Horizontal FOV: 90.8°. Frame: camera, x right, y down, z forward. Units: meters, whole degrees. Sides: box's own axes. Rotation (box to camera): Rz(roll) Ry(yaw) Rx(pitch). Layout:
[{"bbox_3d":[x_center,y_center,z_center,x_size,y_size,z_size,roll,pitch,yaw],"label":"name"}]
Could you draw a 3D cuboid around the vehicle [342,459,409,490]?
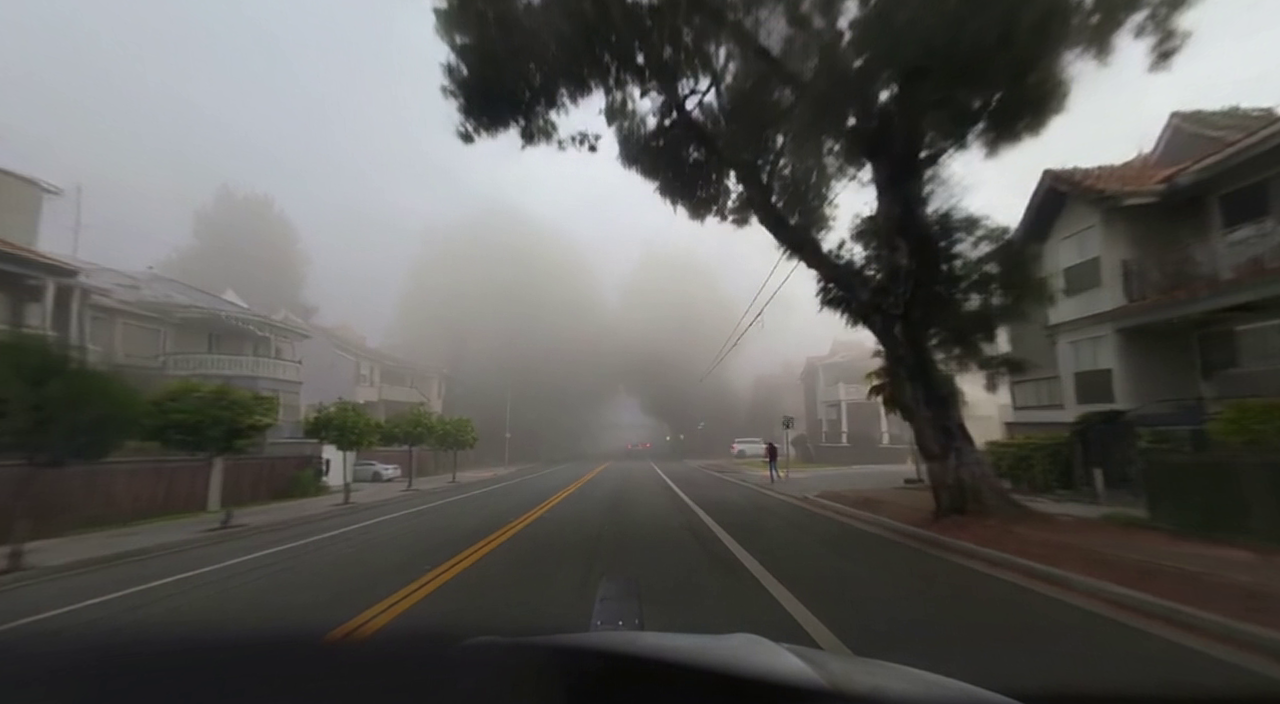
[{"bbox_3d":[-15.480,7.181,37.262,2.124,1.538,4.237,-1,-8,0],"label":"vehicle"}]
